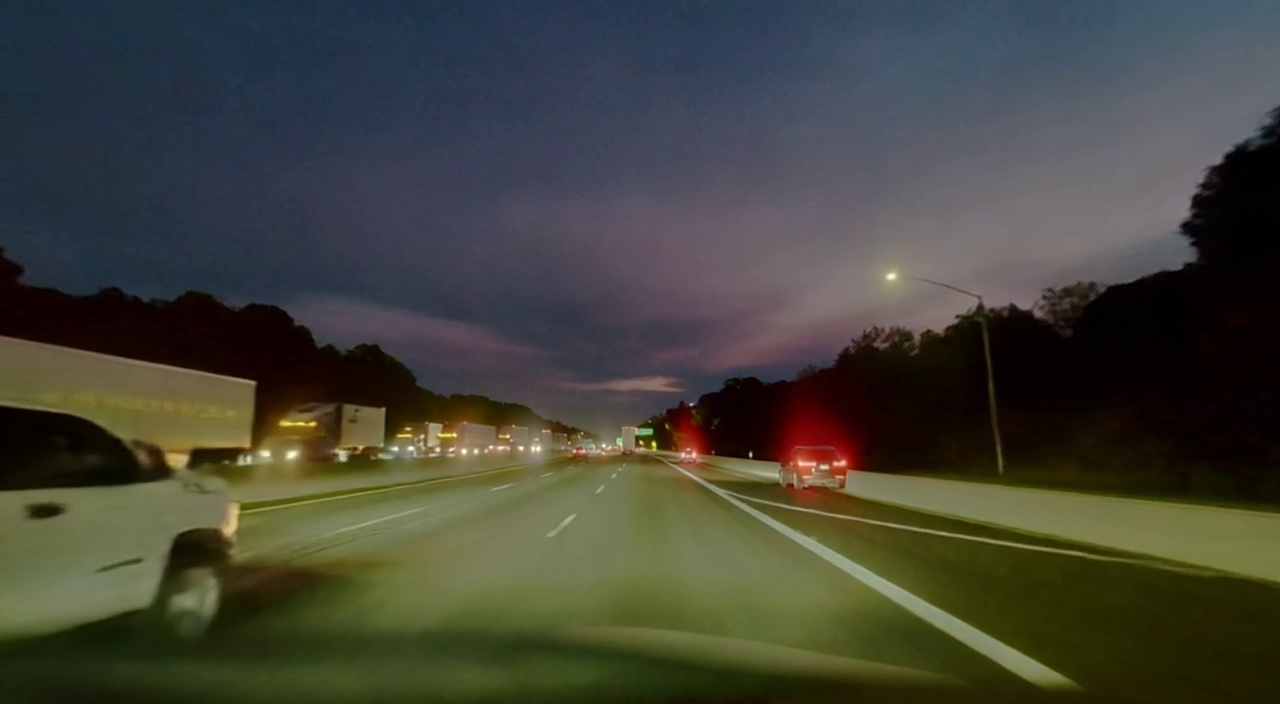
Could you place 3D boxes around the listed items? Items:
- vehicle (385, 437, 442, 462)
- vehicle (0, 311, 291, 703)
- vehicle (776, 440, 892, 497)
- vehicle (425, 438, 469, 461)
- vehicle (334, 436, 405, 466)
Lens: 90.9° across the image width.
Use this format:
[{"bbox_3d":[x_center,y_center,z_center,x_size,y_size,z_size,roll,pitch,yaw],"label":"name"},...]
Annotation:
[{"bbox_3d":[-14.227,6.190,39.811,1.967,1.454,4.432,0,-9,0],"label":"vehicle"},{"bbox_3d":[-3.933,0.736,2.377,2.220,1.928,5.176,0,-9,0],"label":"vehicle"},{"bbox_3d":[6.538,3.977,21.809,2.080,1.725,4.252,1,-9,-9],"label":"vehicle"},{"bbox_3d":[-14.458,7.358,47.384,1.874,1.513,4.268,2,-10,0],"label":"vehicle"},{"bbox_3d":[-14.192,5.263,33.364,1.879,1.444,4.337,0,-9,-1],"label":"vehicle"}]
